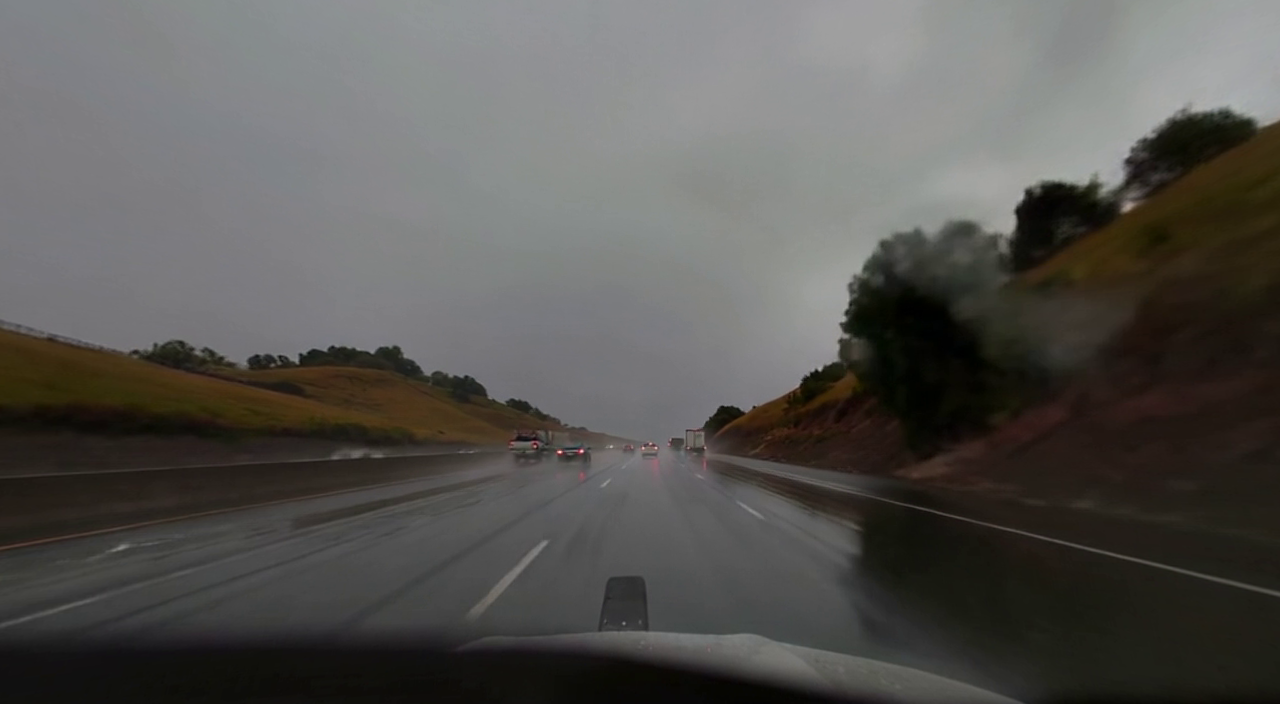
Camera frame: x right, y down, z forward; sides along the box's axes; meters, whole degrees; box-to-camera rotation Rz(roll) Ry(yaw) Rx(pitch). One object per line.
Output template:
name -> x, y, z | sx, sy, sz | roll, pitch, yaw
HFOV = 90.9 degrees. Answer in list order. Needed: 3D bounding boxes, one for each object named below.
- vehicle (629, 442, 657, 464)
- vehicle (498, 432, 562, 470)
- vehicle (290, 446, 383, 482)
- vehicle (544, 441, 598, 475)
vehicle -> 0.229, 7.663, 48.006 | 2.031, 1.566, 3.904 | 0, -8, 0
vehicle -> -6.419, 5.899, 37.683 | 2.589, 2.063, 6.206 | 0, -8, 1
vehicle -> -13.289, 4.884, 27.967 | 1.795, 1.445, 4.482 | 0, -8, 1
vehicle -> -3.303, 5.170, 31.038 | 2.091, 1.552, 4.516 | 0, -8, 1
